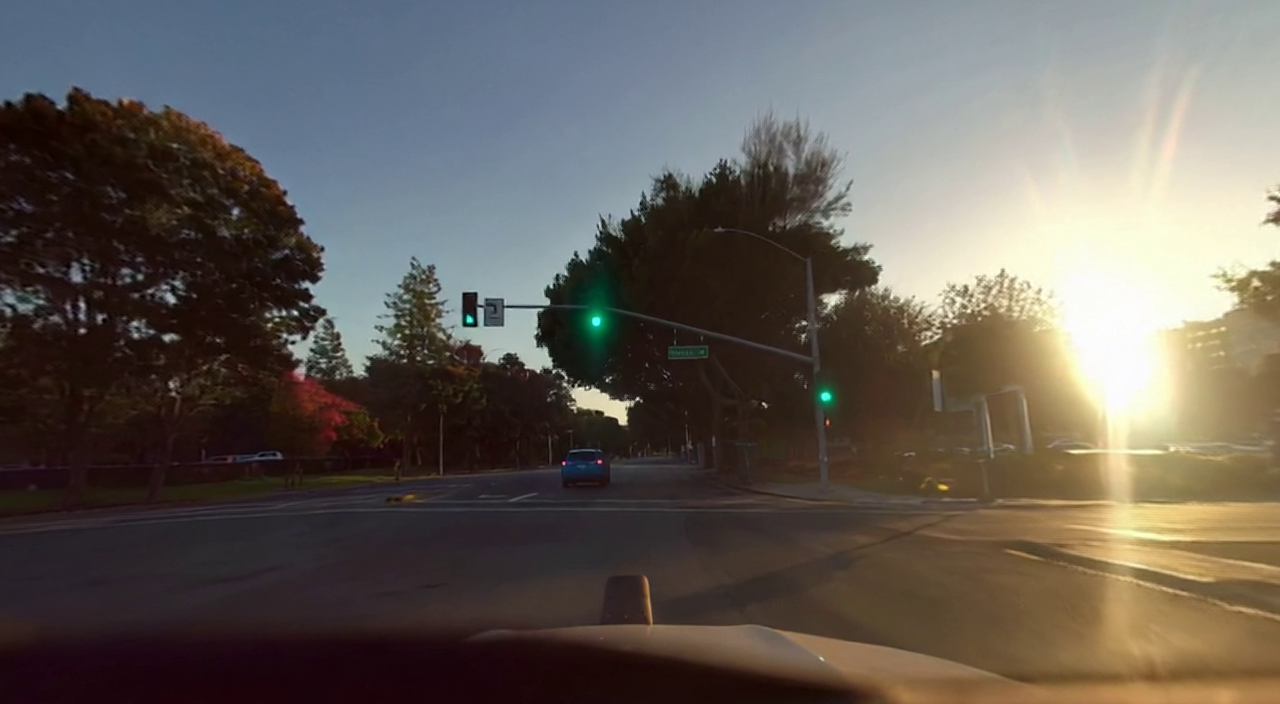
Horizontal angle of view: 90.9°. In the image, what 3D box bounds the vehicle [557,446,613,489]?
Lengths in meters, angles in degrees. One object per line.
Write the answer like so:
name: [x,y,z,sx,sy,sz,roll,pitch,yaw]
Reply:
vehicle: [-2.454,5.273,29.170,2.123,1.799,4.425,0,-8,1]
